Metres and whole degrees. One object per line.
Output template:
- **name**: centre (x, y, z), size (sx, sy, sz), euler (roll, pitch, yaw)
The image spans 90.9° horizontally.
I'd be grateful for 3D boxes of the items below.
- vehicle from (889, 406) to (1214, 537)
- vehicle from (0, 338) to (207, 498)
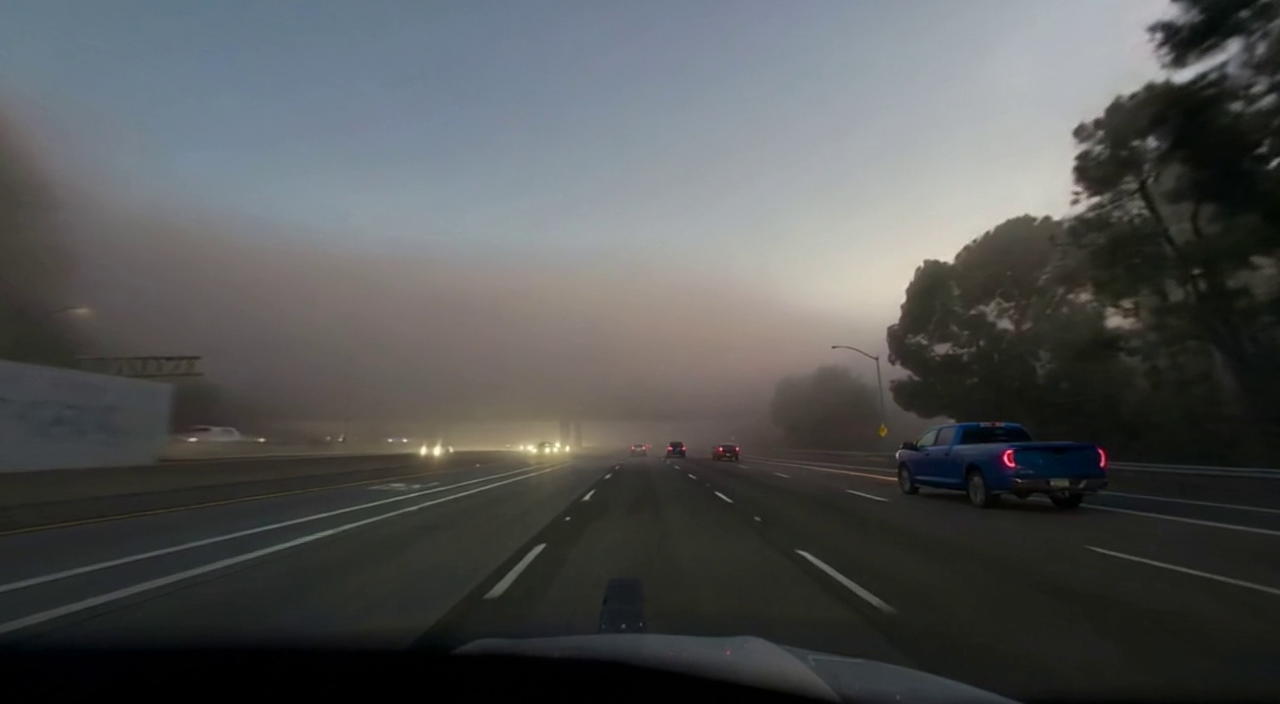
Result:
- **vehicle**: centre (7.047, 2.127, 12.008), size (2.182, 1.852, 5.926), euler (0, -8, 0)
- **vehicle**: centre (-18.066, 1.763, 16.685), size (3.056, 4.112, 14.213), euler (0, -8, 0)
